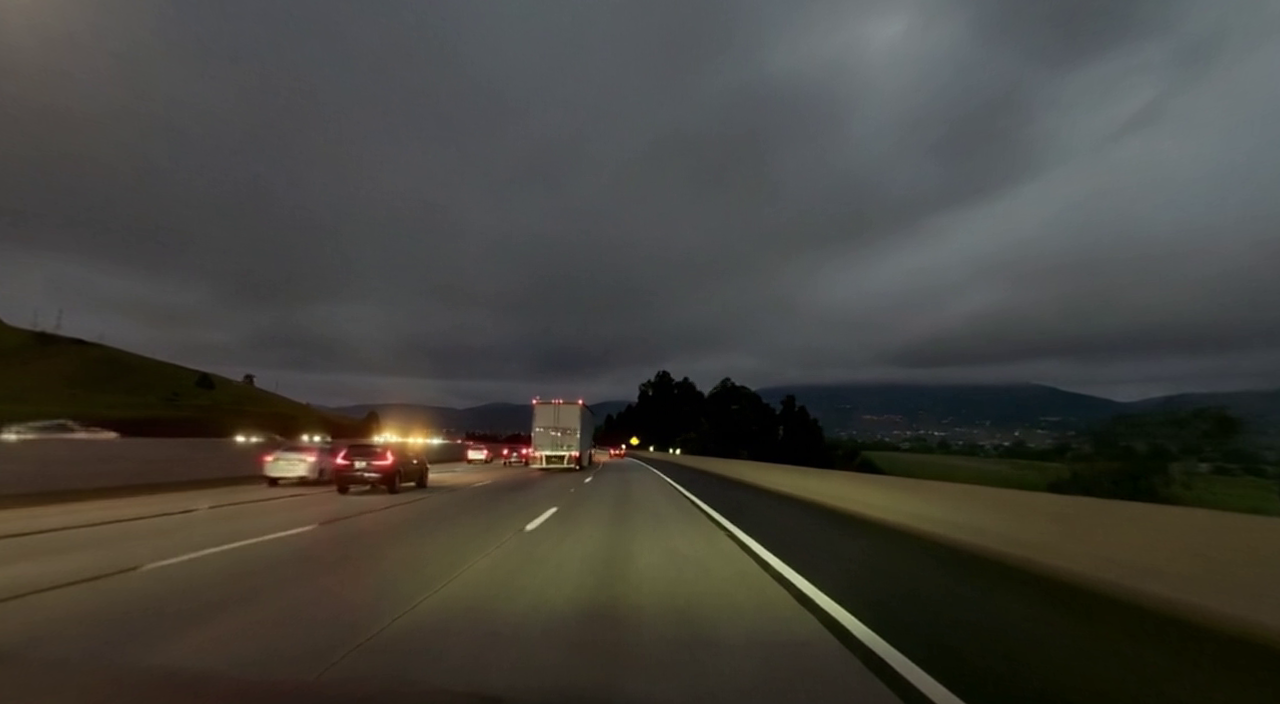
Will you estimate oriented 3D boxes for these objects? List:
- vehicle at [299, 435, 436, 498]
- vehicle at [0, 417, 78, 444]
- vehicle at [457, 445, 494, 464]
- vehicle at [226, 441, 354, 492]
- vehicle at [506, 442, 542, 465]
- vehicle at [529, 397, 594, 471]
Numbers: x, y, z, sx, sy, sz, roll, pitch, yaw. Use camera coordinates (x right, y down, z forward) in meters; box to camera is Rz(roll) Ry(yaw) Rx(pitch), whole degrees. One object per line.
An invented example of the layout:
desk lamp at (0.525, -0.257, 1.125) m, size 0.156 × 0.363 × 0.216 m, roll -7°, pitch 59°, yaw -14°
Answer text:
vehicle at (-8.075, 3.428, 19.249) m, size 2.099 × 1.644 × 4.638 m, roll 1°, pitch -9°, yaw 0°
vehicle at (-43.485, 5.679, 45.215) m, size 1.993 × 1.844 × 4.660 m, roll 1°, pitch -9°, yaw -3°
vehicle at (-12.950, 8.093, 49.794) m, size 1.868 × 1.454 × 4.290 m, roll 1°, pitch -9°, yaw -2°
vehicle at (-11.513, 3.777, 21.066) m, size 1.908 × 1.491 × 4.048 m, roll 0°, pitch -9°, yaw 0°
vehicle at (-9.108, 8.016, 49.745) m, size 2.128 × 1.658 × 4.443 m, roll 1°, pitch -9°, yaw -2°
vehicle at (-4.792, 5.527, 41.500) m, size 2.880 × 4.025 × 14.064 m, roll 1°, pitch -9°, yaw -2°
